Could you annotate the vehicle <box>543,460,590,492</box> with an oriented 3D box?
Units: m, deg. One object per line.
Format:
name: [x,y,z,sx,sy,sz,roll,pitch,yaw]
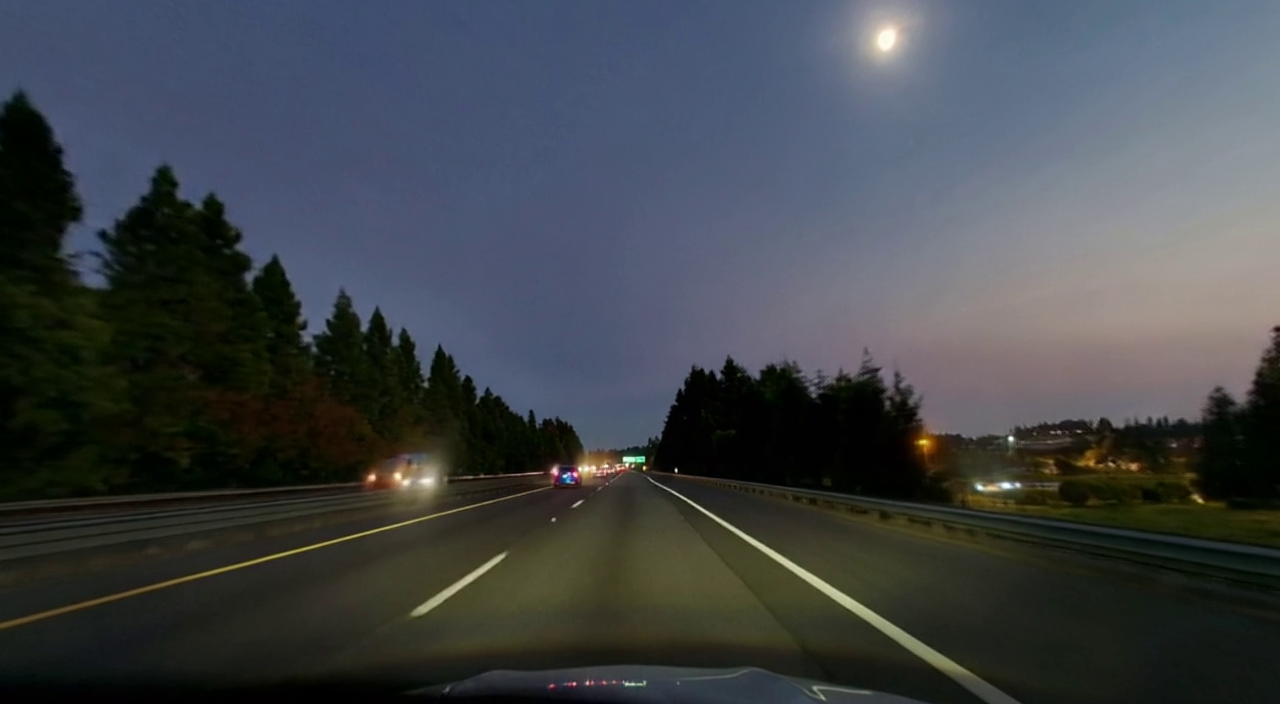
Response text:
vehicle: [-3.959,6.780,34.663,2.068,1.592,4.479,1,-10,0]

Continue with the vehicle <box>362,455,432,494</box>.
vehicle: [-17.800,9.015,46.641,2.252,2.648,7.327,1,-10,0]

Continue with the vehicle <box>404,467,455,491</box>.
vehicle: [-13.532,8.185,40.790,1.812,1.474,4.242,1,-10,0]
